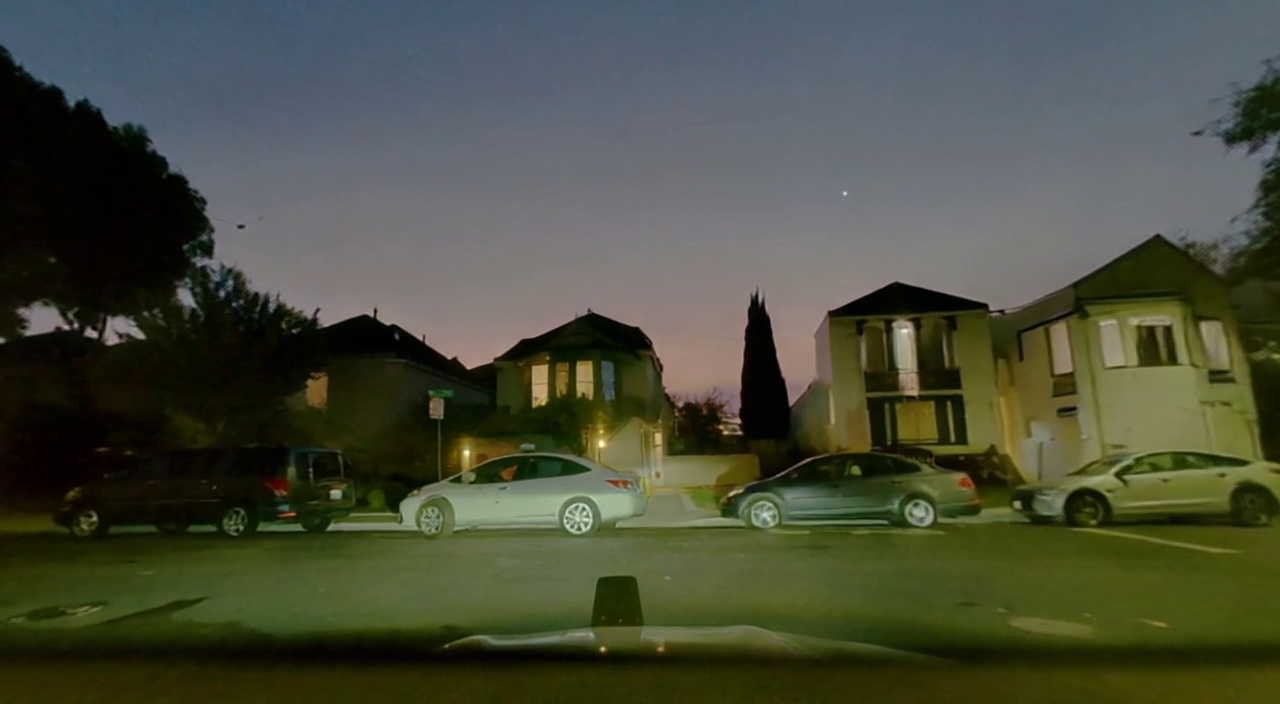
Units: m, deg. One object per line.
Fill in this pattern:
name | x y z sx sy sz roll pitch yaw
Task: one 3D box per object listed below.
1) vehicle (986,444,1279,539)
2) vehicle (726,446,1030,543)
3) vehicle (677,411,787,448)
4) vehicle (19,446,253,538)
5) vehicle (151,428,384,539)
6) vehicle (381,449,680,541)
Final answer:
vehicle | 9.088 2.420 11.206 4.785 1.471 1.798 1 -8 -1
vehicle | 3.943 2.445 11.149 4.663 1.452 1.801 0 -8 4
vehicle | 3.967 3.413 27.601 4.565 1.479 1.775 1 -8 1
vehicle | -10.713 2.940 13.870 1.827 1.648 4.030 0 -8 -1
vehicle | -7.729 2.705 13.782 2.046 1.969 4.585 -1 -8 4
vehicle | -1.823 2.556 11.615 5.075 1.436 1.863 0 -8 3
